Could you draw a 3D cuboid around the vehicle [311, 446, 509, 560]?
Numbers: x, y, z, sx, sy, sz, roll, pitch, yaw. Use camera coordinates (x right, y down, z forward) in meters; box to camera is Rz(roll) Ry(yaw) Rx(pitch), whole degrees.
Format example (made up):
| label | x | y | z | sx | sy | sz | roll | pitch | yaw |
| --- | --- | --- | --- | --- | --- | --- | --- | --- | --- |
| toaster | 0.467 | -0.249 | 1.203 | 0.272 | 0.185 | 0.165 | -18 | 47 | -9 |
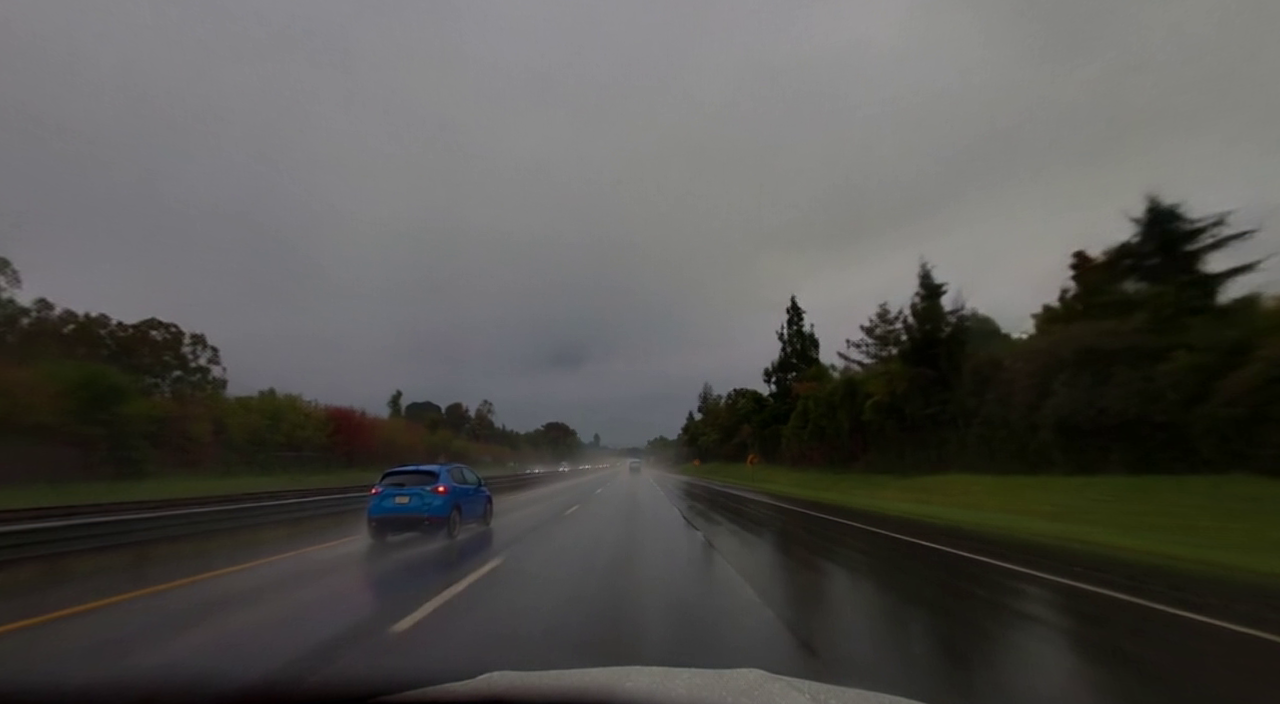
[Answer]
| label | x | y | z | sx | sy | sz | roll | pitch | yaw |
| --- | --- | --- | --- | --- | --- | --- | --- | --- | --- |
| vehicle | -3.619 | 2.468 | 10.815 | 1.797 | 1.532 | 4.072 | 1 | -10 | 0 |
